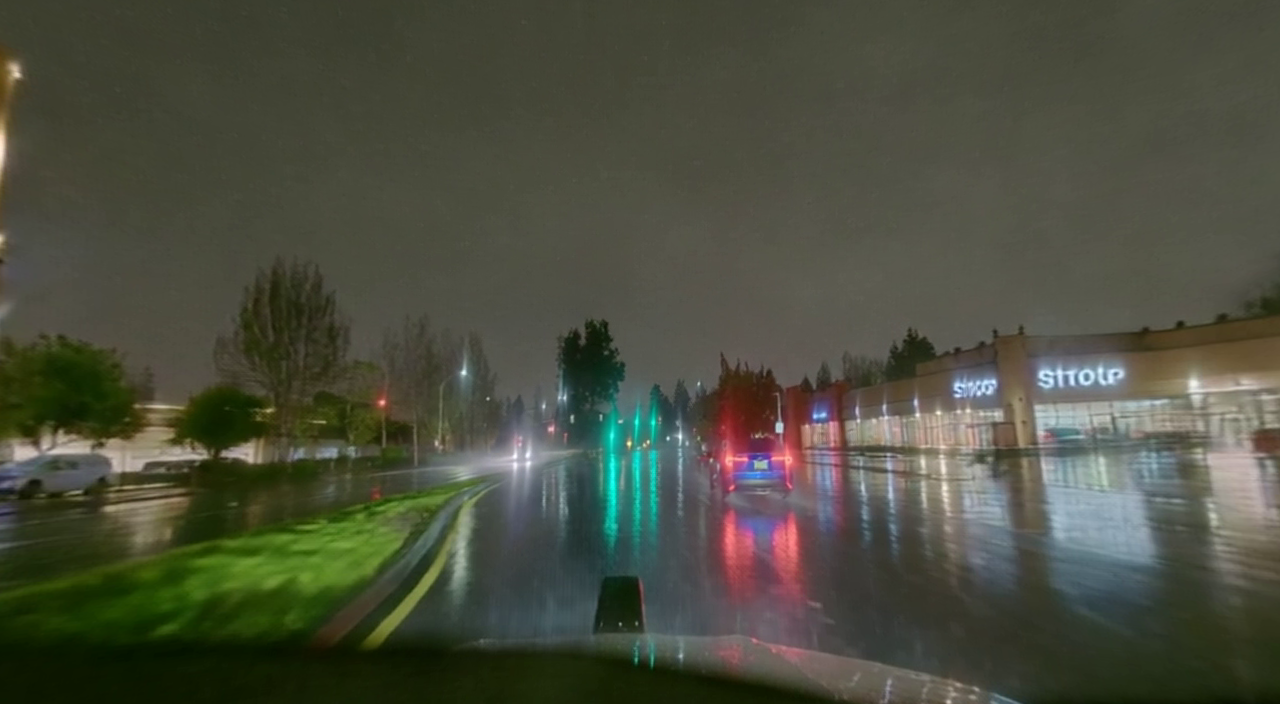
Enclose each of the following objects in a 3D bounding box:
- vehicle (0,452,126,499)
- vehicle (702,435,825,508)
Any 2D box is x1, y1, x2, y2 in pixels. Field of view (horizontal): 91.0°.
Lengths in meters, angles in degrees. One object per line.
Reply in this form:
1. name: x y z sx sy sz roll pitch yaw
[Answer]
1. vehicle: -28.545 5.785 29.818 6.011 2.042 2.375 5 -10 -31
2. vehicle: 2.780 2.811 15.313 2.015 1.479 4.444 0 -9 -1
